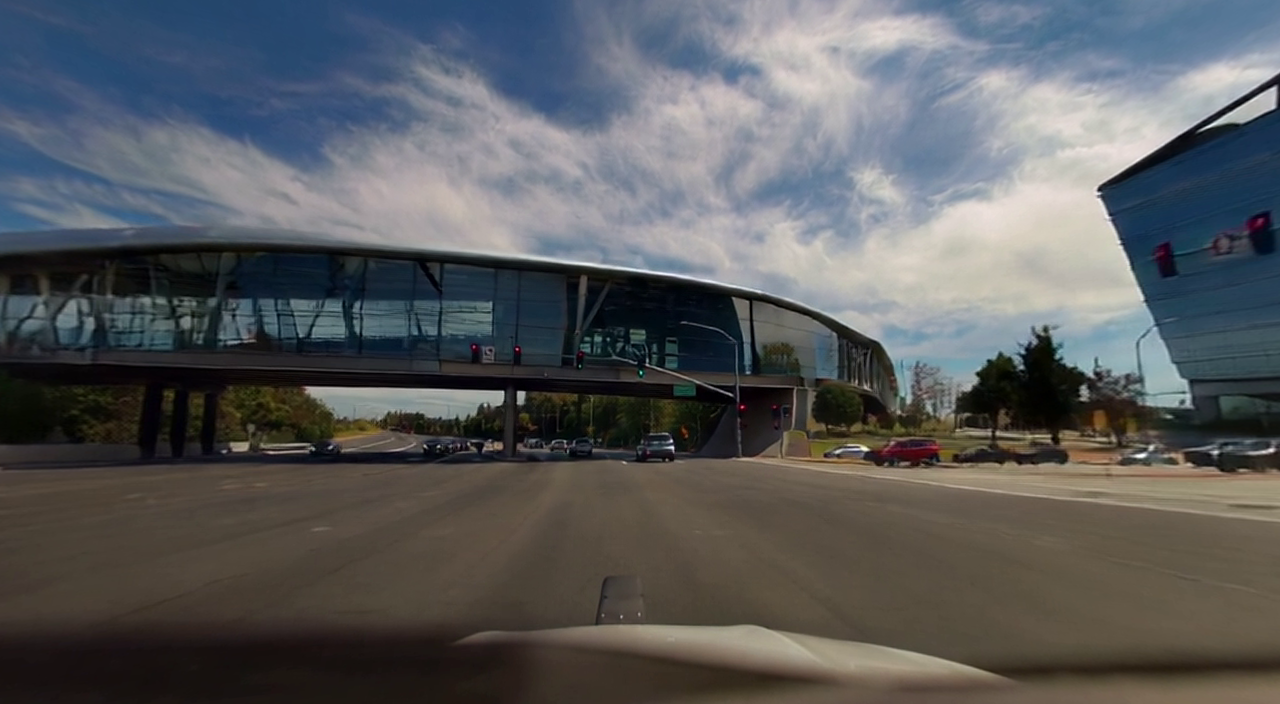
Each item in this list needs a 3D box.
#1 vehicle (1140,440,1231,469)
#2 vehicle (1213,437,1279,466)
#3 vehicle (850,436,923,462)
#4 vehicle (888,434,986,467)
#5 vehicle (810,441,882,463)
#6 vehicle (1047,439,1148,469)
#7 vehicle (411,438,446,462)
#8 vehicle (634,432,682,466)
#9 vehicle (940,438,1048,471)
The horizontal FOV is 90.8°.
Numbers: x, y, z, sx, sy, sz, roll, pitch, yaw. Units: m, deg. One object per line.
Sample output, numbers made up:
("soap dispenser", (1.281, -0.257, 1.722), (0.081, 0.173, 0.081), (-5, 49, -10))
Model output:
("vehicle", (30.331, 5.665, 35.126), (4.427, 1.475, 1.897), (3, -9, -22))
("vehicle", (36.999, 5.938, 37.871), (4.589, 1.634, 1.883), (3, -9, -21))
("vehicle", (15.629, 6.138, 40.053), (4.154, 1.603, 1.834), (3, -9, -22))
("vehicle", (15.776, 5.203, 33.578), (4.501, 1.631, 2.165), (3, -9, -22))
("vehicle", (14.250, 6.897, 43.739), (4.490, 1.430, 1.996), (3, -9, -22))
("vehicle", (23.733, 5.245, 32.792), (4.570, 1.455, 1.976), (3, -9, -22))
("vehicle", (-16.320, 7.545, 48.833), (1.989, 1.619, 4.612), (1, -7, -12))
("vehicle", (0.896, 5.252, 34.362), (2.024, 1.724, 3.928), (1, -8, -7))
("vehicle", (16.561, 4.774, 29.582), (4.538, 1.417, 1.948), (3, -9, -23))
